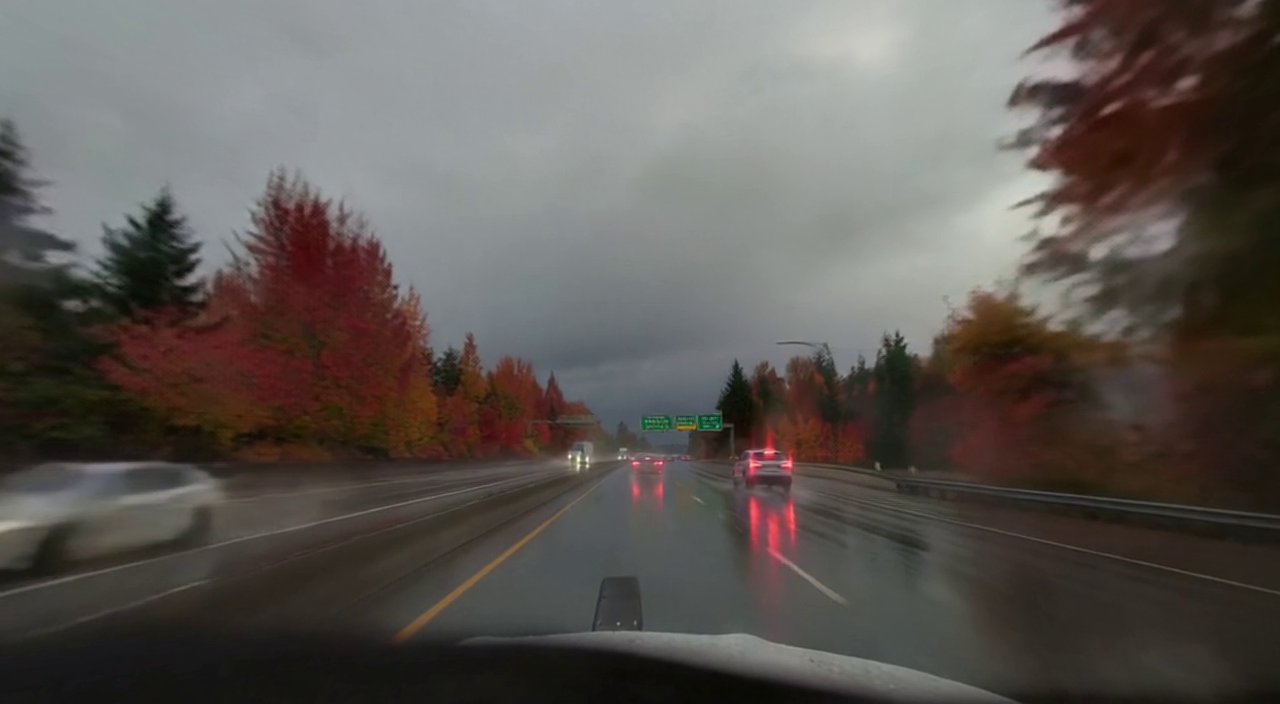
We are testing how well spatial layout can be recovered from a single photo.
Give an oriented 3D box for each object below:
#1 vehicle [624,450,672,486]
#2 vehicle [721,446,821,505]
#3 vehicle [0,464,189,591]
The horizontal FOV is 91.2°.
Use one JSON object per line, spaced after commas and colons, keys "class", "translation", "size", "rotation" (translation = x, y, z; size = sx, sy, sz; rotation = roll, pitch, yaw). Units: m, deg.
{"class": "vehicle", "translation": [0.364, 5.380, 29.495], "size": [2.070, 1.546, 4.648], "rotation": [0, -9, 1]}
{"class": "vehicle", "translation": [3.845, 3.696, 19.176], "size": [2.119, 1.557, 4.163], "rotation": [0, -9, -1]}
{"class": "vehicle", "translation": [-8.867, 2.365, 8.728], "size": [1.839, 1.487, 4.458], "rotation": [0, -9, 0]}
